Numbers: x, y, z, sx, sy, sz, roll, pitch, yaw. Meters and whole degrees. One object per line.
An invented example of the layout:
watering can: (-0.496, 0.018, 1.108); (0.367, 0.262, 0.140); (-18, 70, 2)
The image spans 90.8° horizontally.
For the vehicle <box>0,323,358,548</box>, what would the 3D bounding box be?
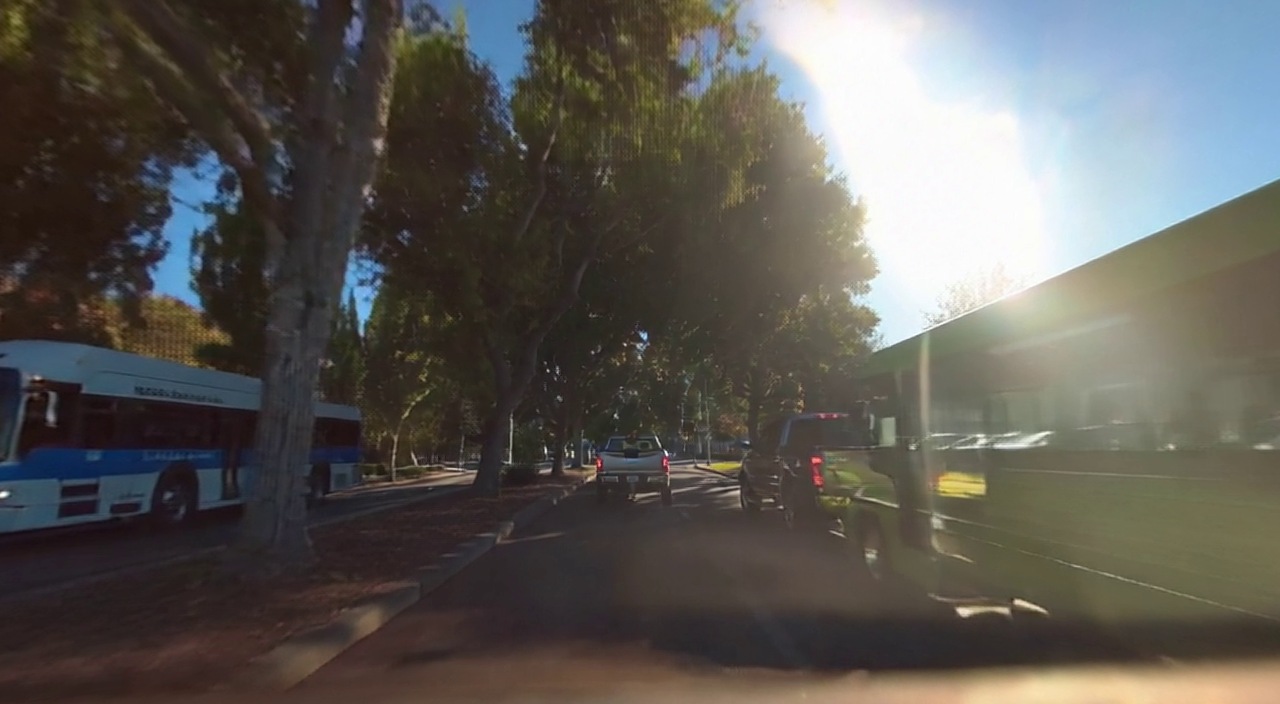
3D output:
vehicle: (-12.213, 2.384, 17.646); (2.996, 4.022, 12.692); (0, -8, -1)

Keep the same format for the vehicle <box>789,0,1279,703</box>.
vehicle: (3.824, 0.028, 3.355); (3.088, 3.057, 10.503); (0, -8, -2)

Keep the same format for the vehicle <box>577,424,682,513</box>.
vehicle: (-0.184, 2.838, 15.998); (2.157, 1.816, 5.804); (0, -8, 1)
